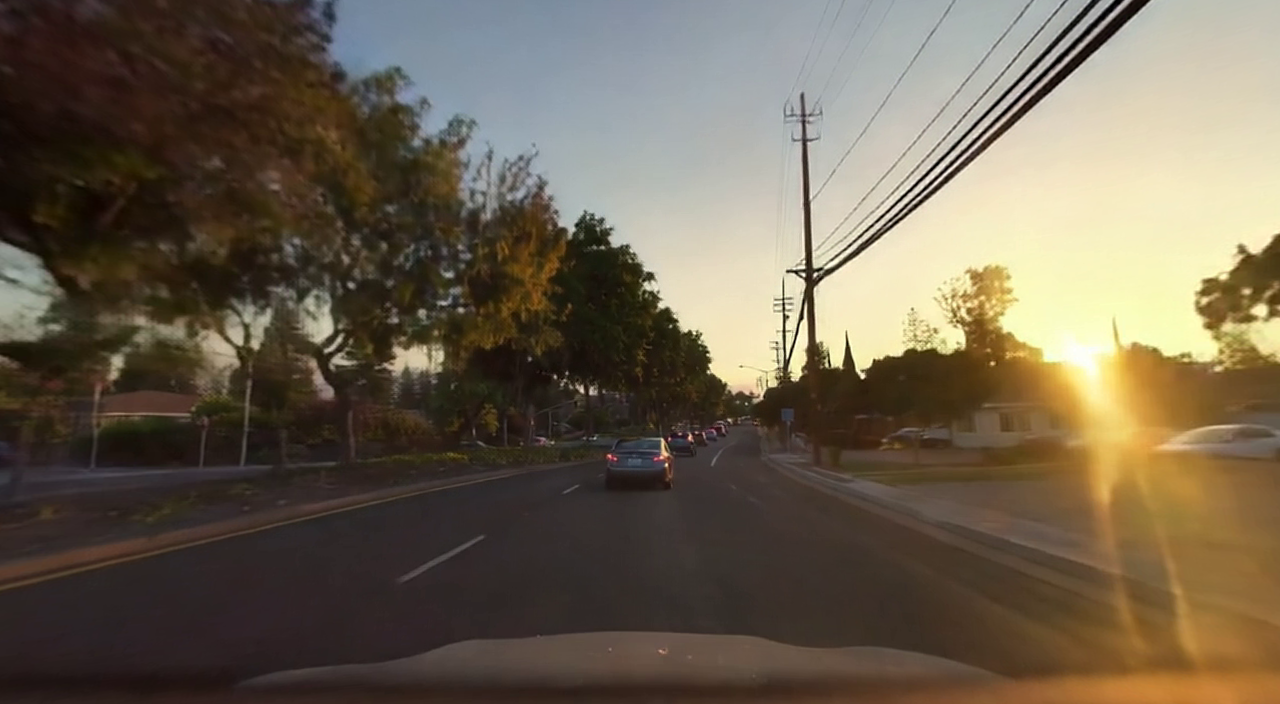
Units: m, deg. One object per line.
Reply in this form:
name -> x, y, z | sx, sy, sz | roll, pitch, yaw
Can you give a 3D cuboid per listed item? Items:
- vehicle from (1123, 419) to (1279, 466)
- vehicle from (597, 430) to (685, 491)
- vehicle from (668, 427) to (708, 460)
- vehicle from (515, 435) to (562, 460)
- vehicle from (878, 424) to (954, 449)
vehicle -> 20.902, 3.343, 23.112 | 4.674, 1.500, 1.889 | 1, -9, 7
vehicle -> 0.149, 2.988, 17.599 | 2.117, 1.474, 4.036 | -1, -8, 5
vehicle -> 3.140, 5.854, 40.215 | 2.158, 1.939, 4.935 | -2, -9, 9
vehicle -> -6.596, 6.246, 41.294 | 1.983, 1.485, 4.159 | -1, -8, 6
vehicle -> 20.535, 6.329, 47.092 | 4.739, 1.708, 1.976 | -2, -9, 9
